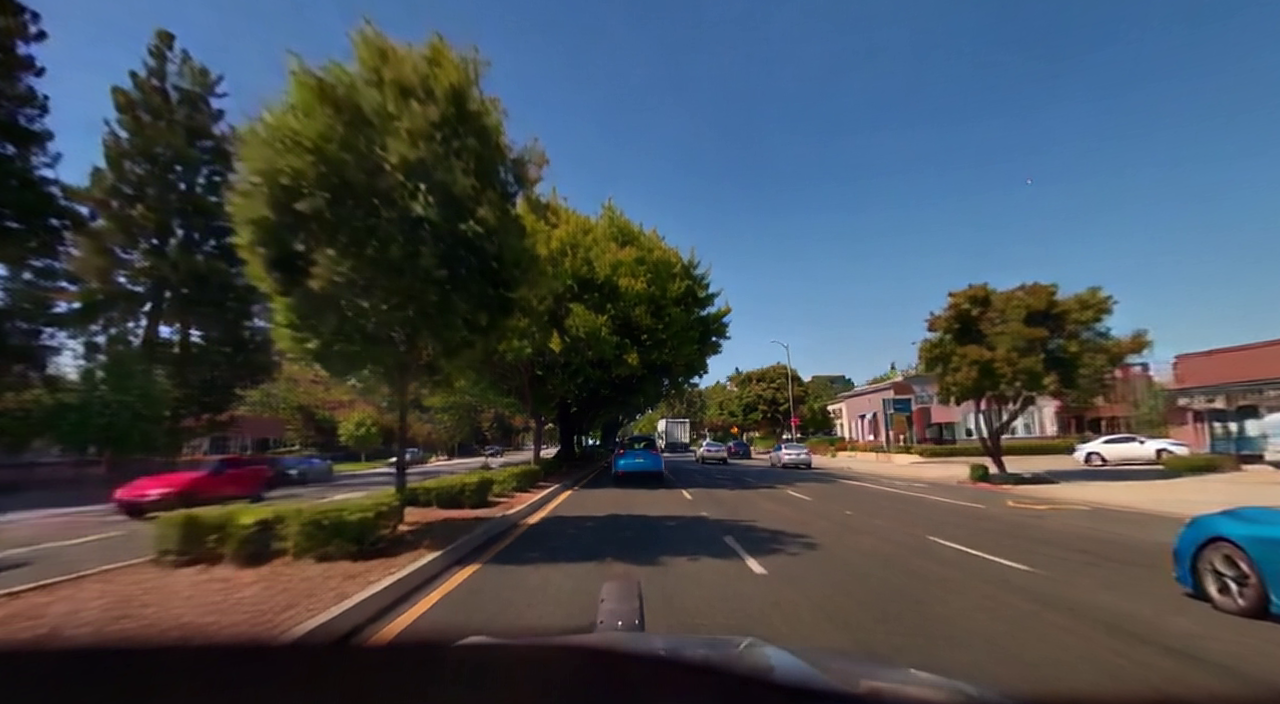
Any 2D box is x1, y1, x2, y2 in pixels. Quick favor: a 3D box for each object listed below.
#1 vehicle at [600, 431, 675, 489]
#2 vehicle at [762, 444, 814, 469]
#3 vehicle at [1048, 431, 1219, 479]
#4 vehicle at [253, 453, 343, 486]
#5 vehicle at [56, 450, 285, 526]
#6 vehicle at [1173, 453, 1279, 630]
[{"bbox_3d":[-0.118,3.595,21.313,2.266,1.762,4.131,0,-9,-1],"label":"vehicle"},{"bbox_3d":[9.078,6.440,39.074,2.045,1.484,4.342,0,-9,-2],"label":"vehicle"},{"bbox_3d":[19.502,4.043,25.120,4.932,1.514,2.327,-3,-8,-5],"label":"vehicle"},{"bbox_3d":[-17.077,5.859,31.869,1.929,1.460,4.668,0,-9,0],"label":"vehicle"},{"bbox_3d":[-10.849,3.125,15.179,1.900,1.497,4.626,0,-9,0],"label":"vehicle"},{"bbox_3d":[5.909,1.221,3.426,2.258,1.294,4.312,0,-9,0],"label":"vehicle"}]
